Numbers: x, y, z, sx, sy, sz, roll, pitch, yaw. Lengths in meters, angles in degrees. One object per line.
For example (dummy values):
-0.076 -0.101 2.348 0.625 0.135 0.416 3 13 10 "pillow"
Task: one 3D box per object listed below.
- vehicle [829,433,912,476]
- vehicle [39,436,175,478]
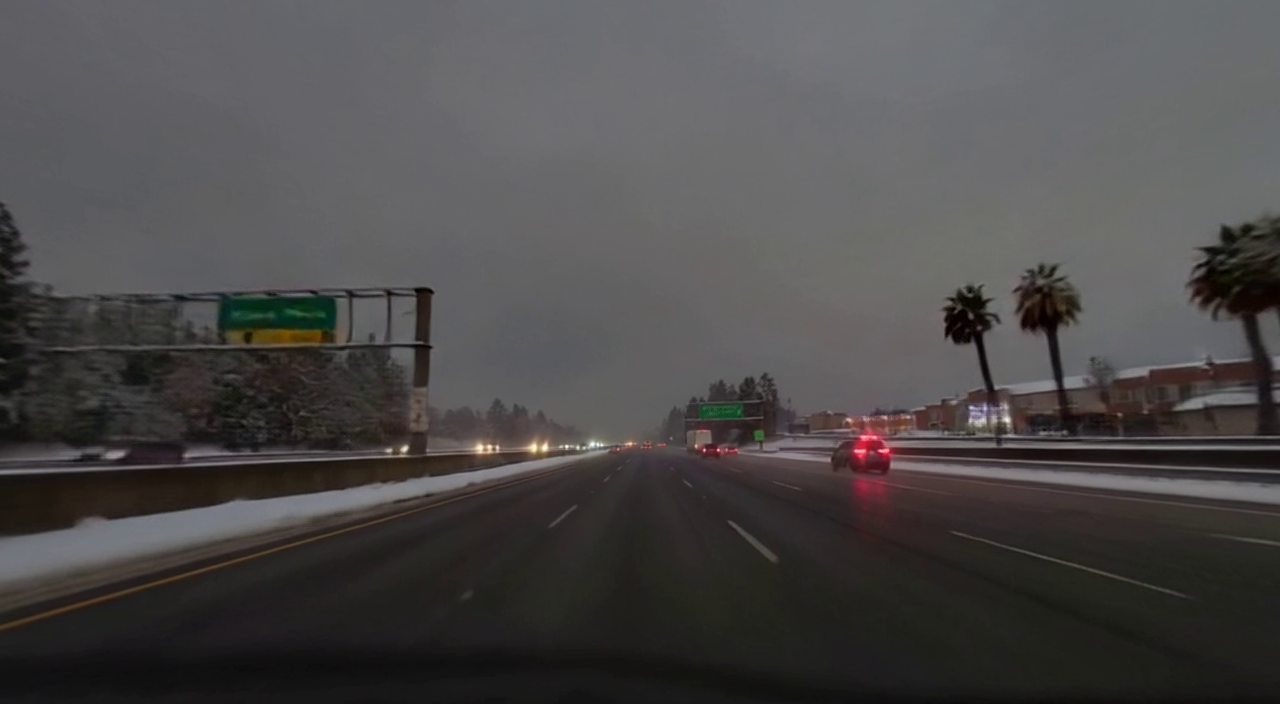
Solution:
10.947 4.899 30.382 2.168 1.861 4.678 0 -8 -1 "vehicle"
-22.193 4.394 26.508 1.885 1.594 4.297 0 -9 1 "vehicle"
